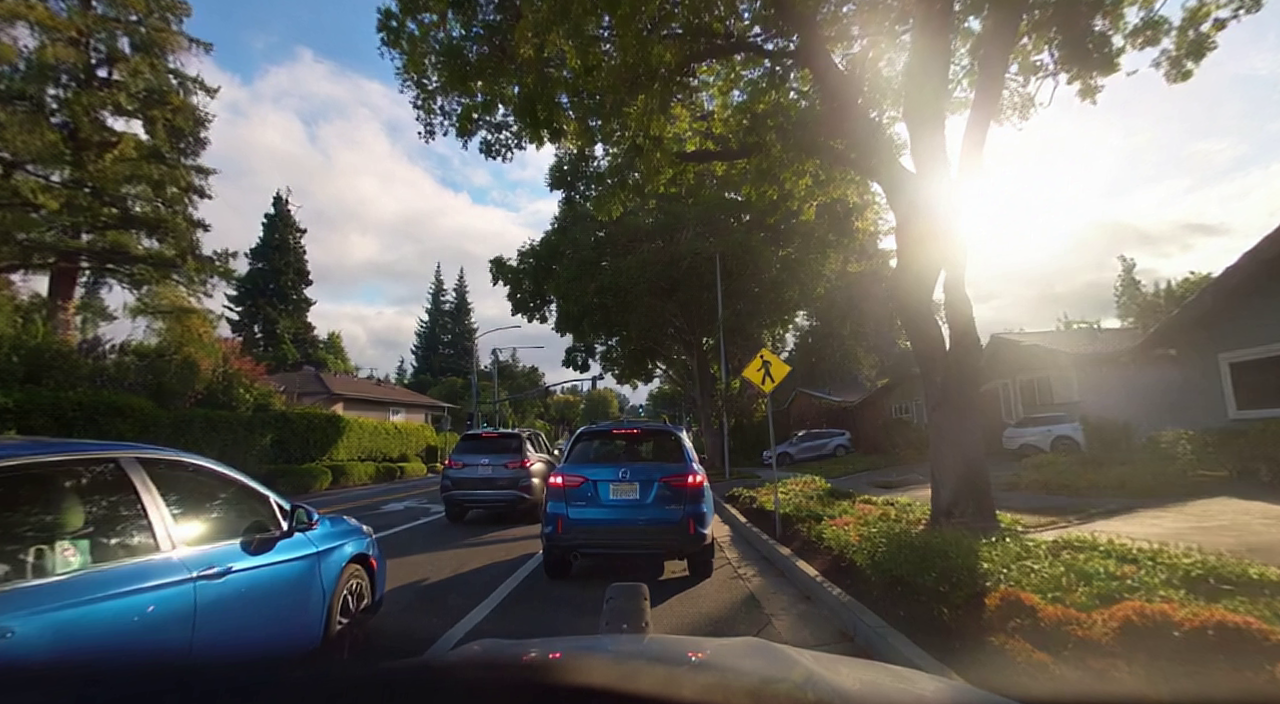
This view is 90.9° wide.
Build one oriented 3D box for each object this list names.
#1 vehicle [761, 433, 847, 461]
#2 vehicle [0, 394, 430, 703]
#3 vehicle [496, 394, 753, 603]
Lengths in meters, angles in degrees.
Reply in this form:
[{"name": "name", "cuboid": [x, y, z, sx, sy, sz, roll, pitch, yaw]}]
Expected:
[{"name": "vehicle", "cuboid": [9.307, 5.445, 35.999, 4.456, 1.504, 1.914, -1, -9, 5]}, {"name": "vehicle", "cuboid": [-2.865, 1.054, 3.089, 1.968, 1.472, 4.685, 0, -9, 1]}, {"name": "vehicle", "cuboid": [-0.133, 1.509, 7.254, 2.120, 1.718, 3.909, 0, -9, 0]}]
